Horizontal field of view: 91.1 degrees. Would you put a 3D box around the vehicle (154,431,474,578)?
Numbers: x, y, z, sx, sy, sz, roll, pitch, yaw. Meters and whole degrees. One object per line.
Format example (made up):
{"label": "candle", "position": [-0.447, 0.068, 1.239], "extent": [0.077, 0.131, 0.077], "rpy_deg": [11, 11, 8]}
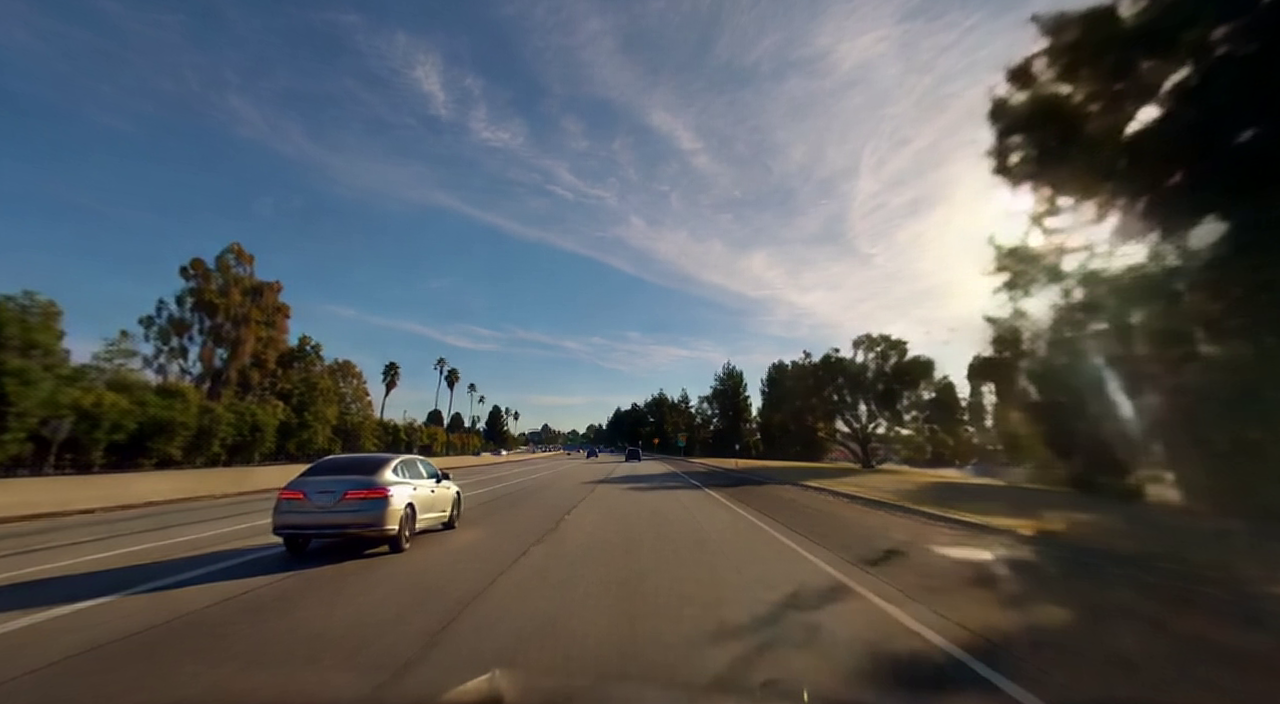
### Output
{"label": "vehicle", "position": [-4.163, 2.004, 9.218], "extent": [2.092, 1.562, 4.748], "rpy_deg": [0, -8, 1]}
